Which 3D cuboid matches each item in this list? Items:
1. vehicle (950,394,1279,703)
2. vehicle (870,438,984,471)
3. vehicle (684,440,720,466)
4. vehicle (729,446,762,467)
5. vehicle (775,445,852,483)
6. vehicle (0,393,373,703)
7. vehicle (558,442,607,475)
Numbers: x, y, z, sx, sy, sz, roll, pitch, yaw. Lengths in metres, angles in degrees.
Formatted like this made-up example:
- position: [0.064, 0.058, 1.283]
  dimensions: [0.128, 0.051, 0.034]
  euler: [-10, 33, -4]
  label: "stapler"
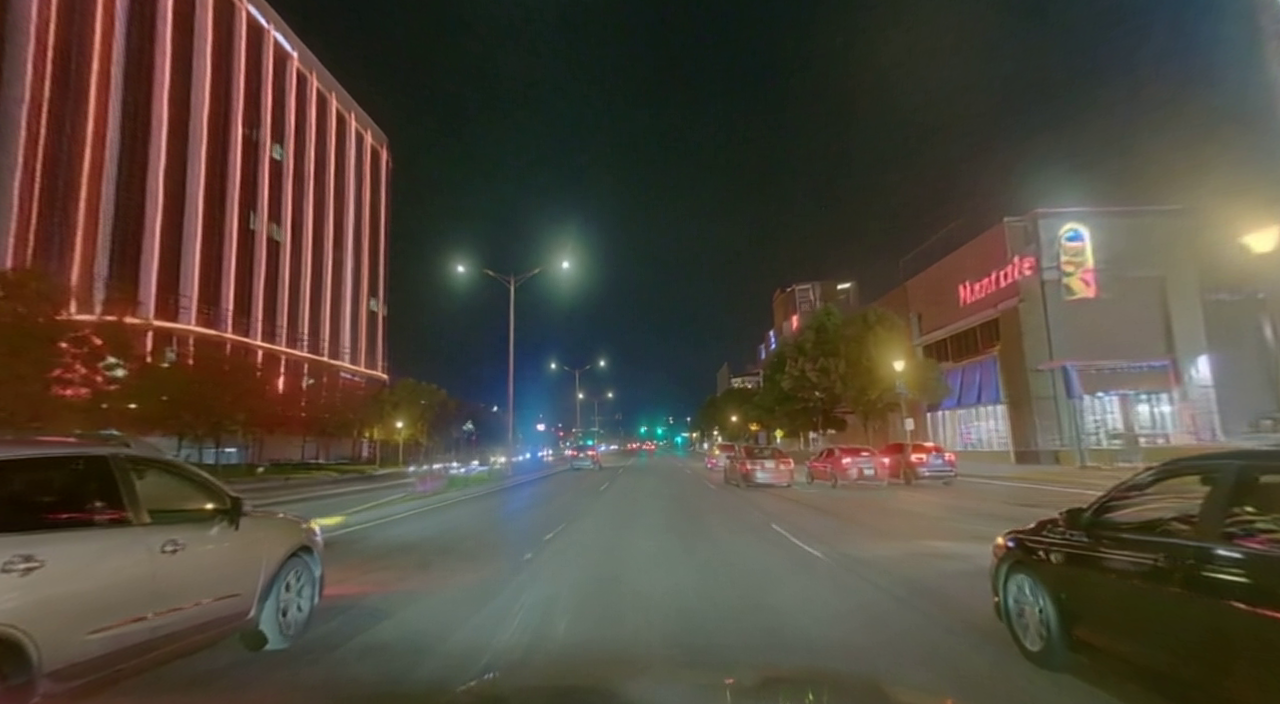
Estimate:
- position: [3.293, 0.911, 2.326]
  dimensions: [1.981, 1.499, 4.536]
  euler: [0, -9, 0]
  label: "vehicle"
- position: [15.898, 5.684, 35.141]
  dimensions: [5.370, 1.699, 1.996]
  euler: [-8, -12, 41]
  label: "vehicle"
- position: [4.323, 7.133, 44.527]
  dimensions: [2.007, 1.683, 4.171]
  euler: [0, -9, -1]
  label: "vehicle"
- position: [7.627, 7.593, 45.750]
  dimensions: [1.654, 1.440, 3.647]
  euler: [0, -9, -1]
  label: "vehicle"
- position: [7.489, 4.862, 27.681]
  dimensions: [1.976, 1.469, 4.576]
  euler: [0, -9, -1]
  label: "vehicle"
- position: [-3.362, 0.986, 2.747]
  dimensions: [2.155, 1.504, 4.776]
  euler: [-1, -9, 2]
  label: "vehicle"
- position: [-2.828, 5.309, 31.758]
  dimensions: [1.917, 1.511, 4.436]
  euler: [-1, -9, 2]
  label: "vehicle"
